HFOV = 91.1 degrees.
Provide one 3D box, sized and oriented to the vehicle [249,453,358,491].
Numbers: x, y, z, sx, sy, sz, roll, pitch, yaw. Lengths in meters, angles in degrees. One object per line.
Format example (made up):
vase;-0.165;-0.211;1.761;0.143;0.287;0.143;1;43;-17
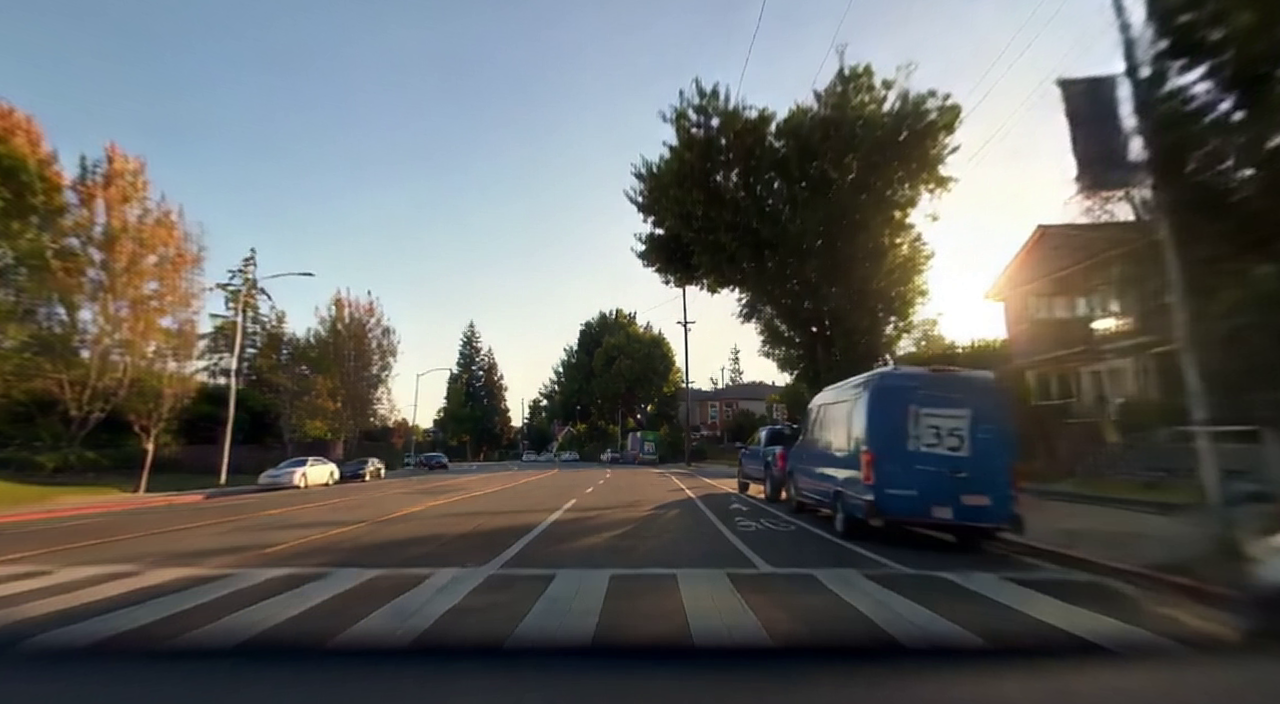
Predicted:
vehicle;-14.864;5.307;28.109;1.990;1.487;4.767;0;-9;3

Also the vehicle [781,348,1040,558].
vehicle;4.416;1.827;11.684;2.229;2.912;5.697;0;-9;0

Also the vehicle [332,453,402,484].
vehicle;-14.878;6.325;34.505;1.934;1.480;4.510;-2;-9;-1

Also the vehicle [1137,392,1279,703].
vehicle;4.055;0.835;1.800;1.970;1.640;4.087;0;-9;2
